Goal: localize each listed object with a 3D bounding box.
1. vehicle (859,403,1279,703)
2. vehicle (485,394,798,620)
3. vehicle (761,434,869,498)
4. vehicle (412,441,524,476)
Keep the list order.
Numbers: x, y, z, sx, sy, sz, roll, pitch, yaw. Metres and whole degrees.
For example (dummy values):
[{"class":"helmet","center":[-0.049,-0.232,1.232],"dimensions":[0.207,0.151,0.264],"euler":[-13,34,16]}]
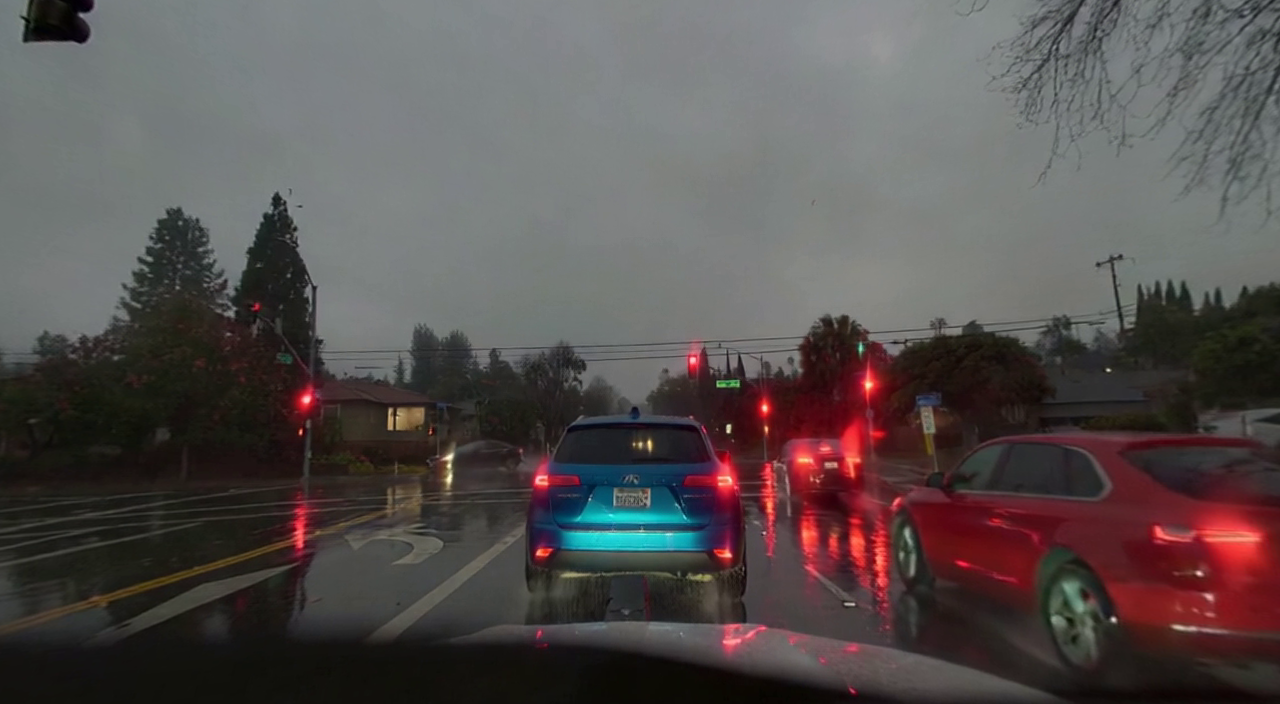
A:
[{"class":"vehicle","center":[3.710,1.353,5.362],"dimensions":[2.077,1.527,4.755],"euler":[0,-8,2]},{"class":"vehicle","center":[0.045,1.472,6.945],"dimensions":[2.322,1.667,4.367],"euler":[0,-8,1]},{"class":"vehicle","center":[4.579,3.045,17.201],"dimensions":[1.934,1.506,4.282],"euler":[-1,-8,3]},{"class":"vehicle","center":[-7.922,4.851,29.068],"dimensions":[4.723,1.486,1.800],"euler":[4,-9,-25]}]
